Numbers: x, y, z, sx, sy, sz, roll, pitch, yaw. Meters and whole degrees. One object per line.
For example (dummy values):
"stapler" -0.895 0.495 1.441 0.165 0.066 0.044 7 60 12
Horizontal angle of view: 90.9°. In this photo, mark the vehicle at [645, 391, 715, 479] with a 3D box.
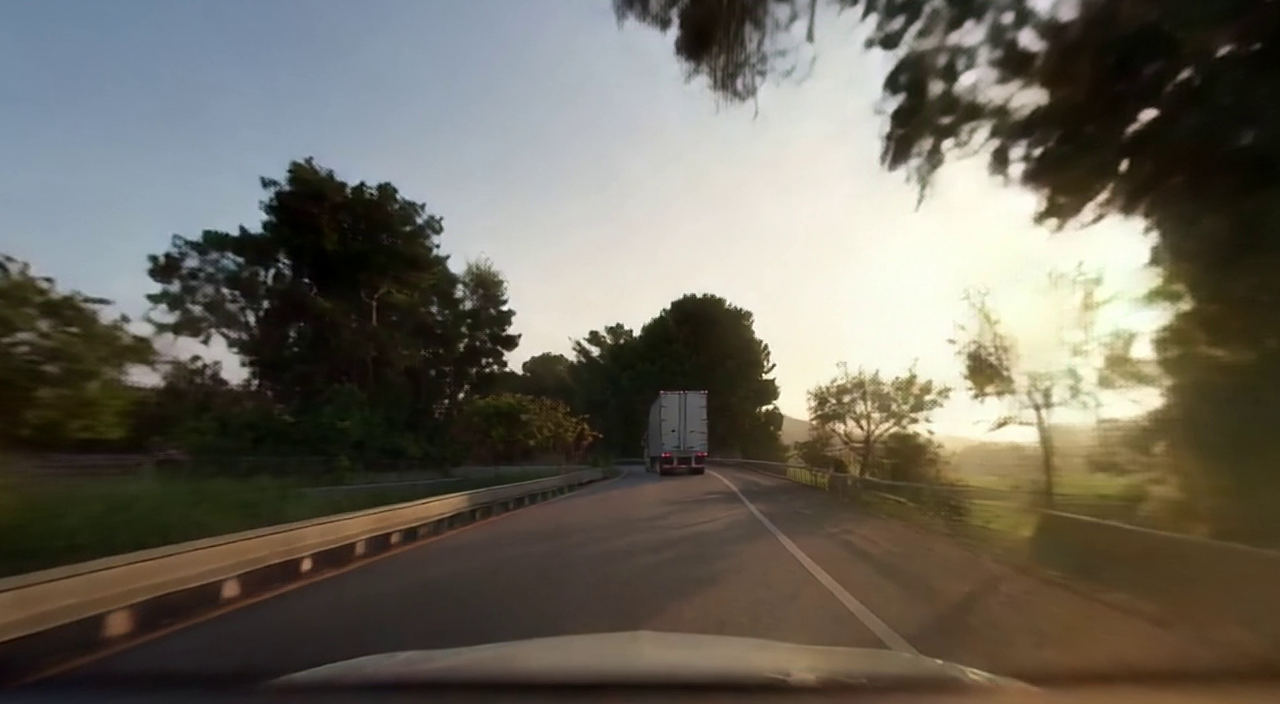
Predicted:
"vehicle" 1.968 4.960 36.965 3.087 4.178 13.682 0 -8 0
